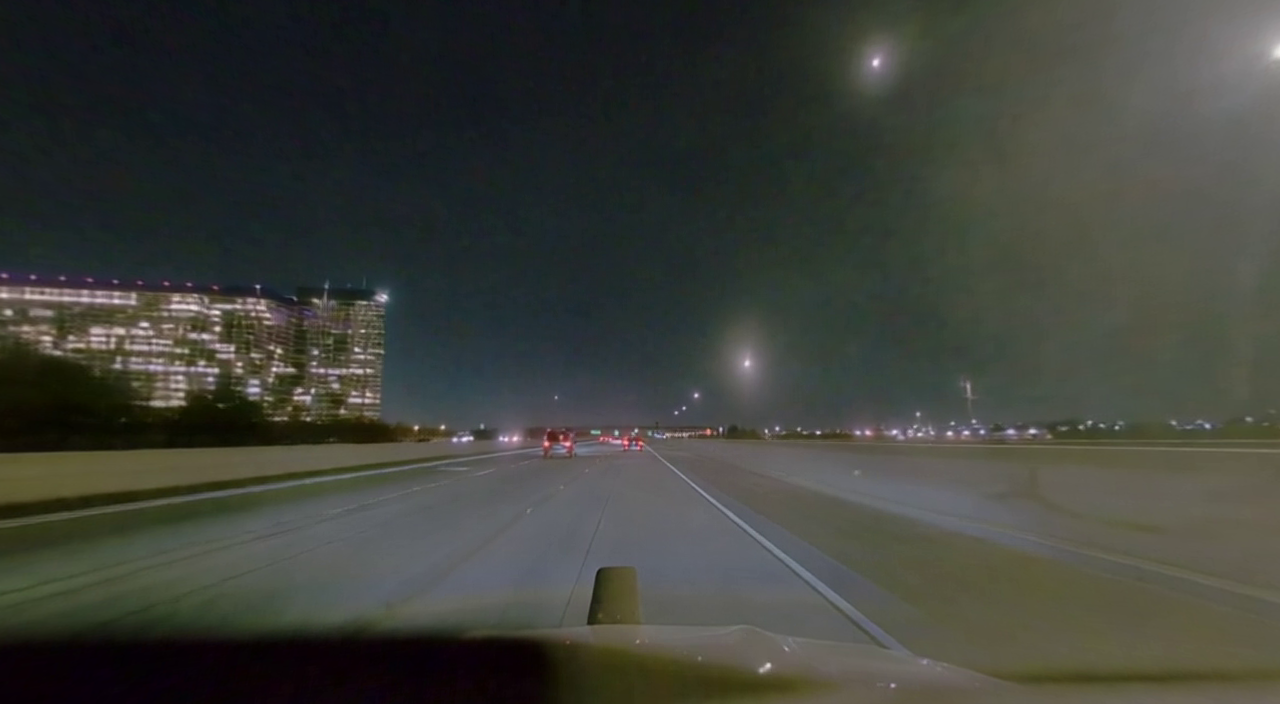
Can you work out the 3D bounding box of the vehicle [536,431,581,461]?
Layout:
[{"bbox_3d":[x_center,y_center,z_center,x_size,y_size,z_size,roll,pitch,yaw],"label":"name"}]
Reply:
[{"bbox_3d":[-4.669,5.458,36.543,2.036,1.612,4.510,0,-8,0],"label":"vehicle"}]
